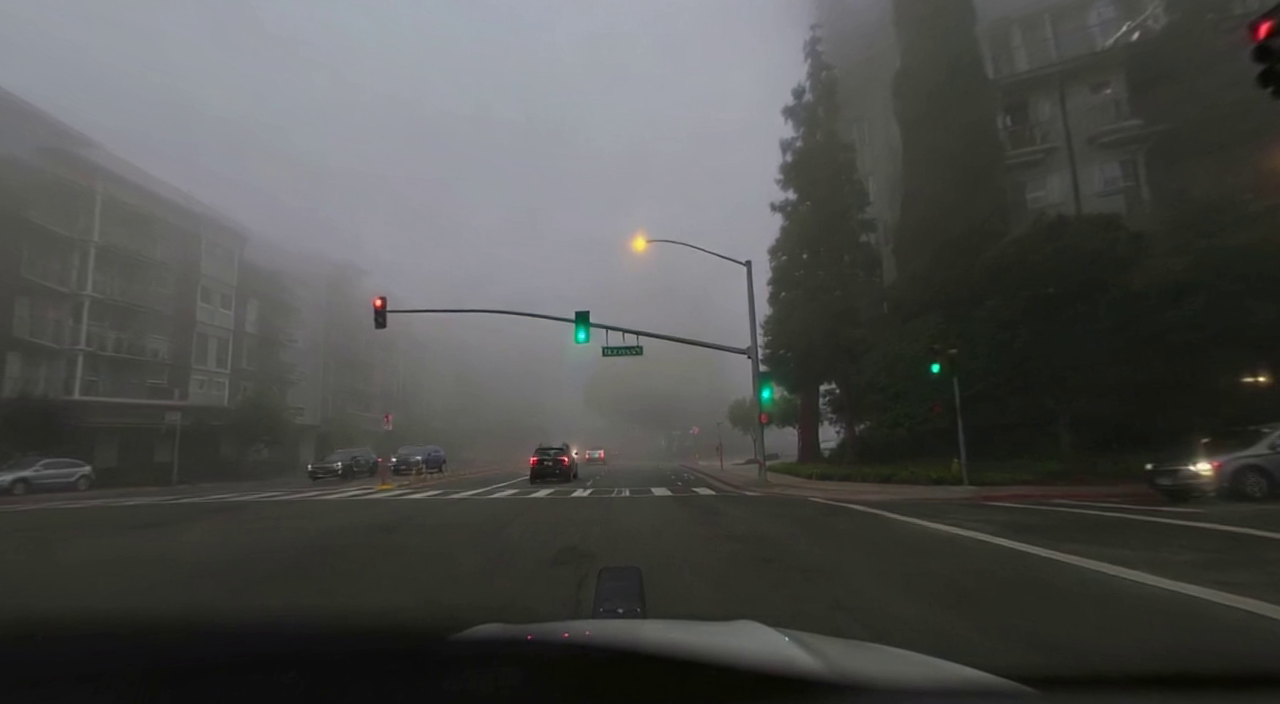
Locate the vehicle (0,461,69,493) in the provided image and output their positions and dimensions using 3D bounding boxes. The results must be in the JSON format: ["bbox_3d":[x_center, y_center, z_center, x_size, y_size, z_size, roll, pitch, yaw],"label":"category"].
[{"bbox_3d":[-36.372,7.197,36.503,4.694,1.716,2.024,0,-9,-1],"label":"vehicle"}]

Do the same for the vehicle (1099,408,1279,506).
[{"bbox_3d":[11.914,1.972,11.878,4.856,1.655,2.076,0,-10,0],"label":"vehicle"}]

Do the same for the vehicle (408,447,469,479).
[{"bbox_3d":[-11.757,6.472,37.190,2.040,1.707,4.522,-1,-9,1],"label":"vehicle"}]

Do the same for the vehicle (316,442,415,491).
[{"bbox_3d":[-11.919,4.977,27.903,2.105,1.759,5.403,-4,-9,-1],"label":"vehicle"}]

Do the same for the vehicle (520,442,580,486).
[{"bbox_3d":[-3.803,4.783,27.341,1.959,1.741,4.141,0,-8,1],"label":"vehicle"}]
